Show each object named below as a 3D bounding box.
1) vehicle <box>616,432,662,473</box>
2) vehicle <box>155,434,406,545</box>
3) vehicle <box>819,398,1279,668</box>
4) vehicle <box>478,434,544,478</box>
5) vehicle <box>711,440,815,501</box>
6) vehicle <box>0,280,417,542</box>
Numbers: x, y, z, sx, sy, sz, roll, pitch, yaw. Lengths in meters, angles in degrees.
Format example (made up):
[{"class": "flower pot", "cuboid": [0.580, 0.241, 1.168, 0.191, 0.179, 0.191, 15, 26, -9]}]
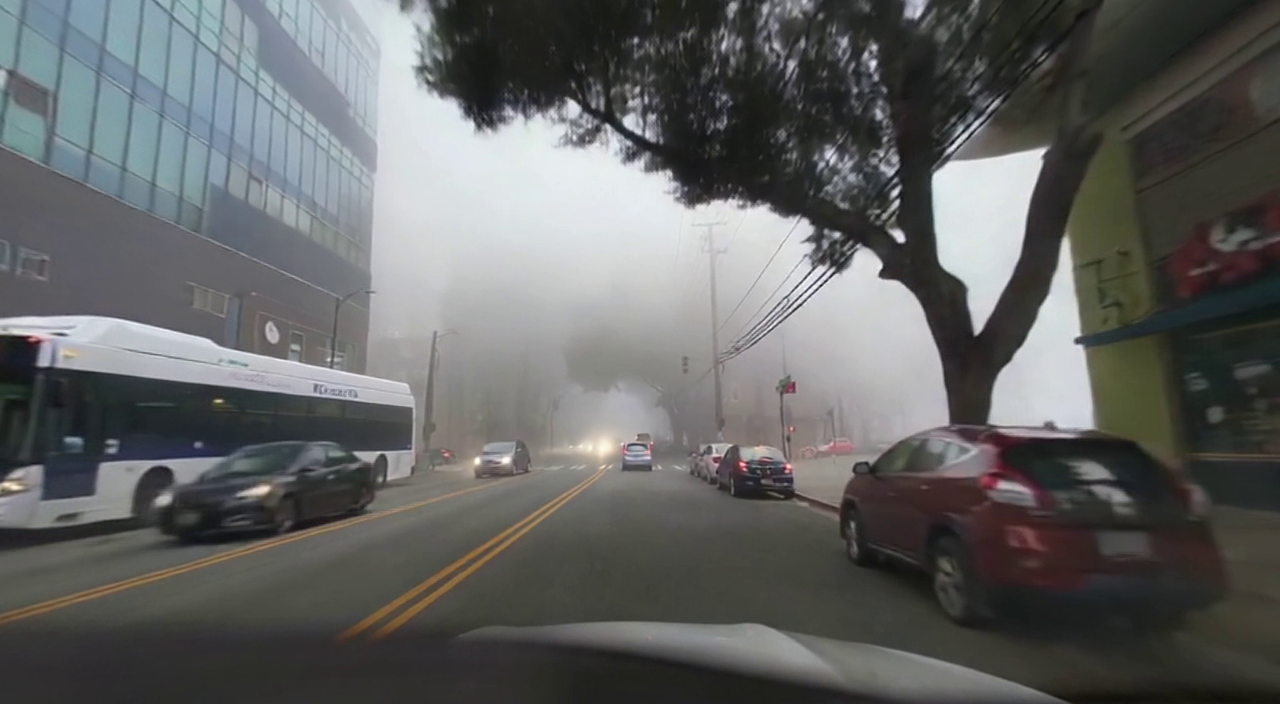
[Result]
[{"class": "vehicle", "cuboid": [0.001, 4.970, 31.528, 2.127, 1.893, 4.194, 0, -8, 1]}, {"class": "vehicle", "cuboid": [-5.963, 2.287, 11.238, 1.954, 1.581, 4.197, 0, -8, 0]}, {"class": "vehicle", "cuboid": [3.240, 1.394, 5.952, 1.878, 1.621, 4.135, 0, -8, 0]}, {"class": "vehicle", "cuboid": [-5.592, 4.563, 27.893, 2.050, 1.763, 4.119, 0, -8, 0]}, {"class": "vehicle", "cuboid": [3.288, 3.258, 17.846, 2.018, 1.474, 4.524, 0, -8, 0]}, {"class": "vehicle", "cuboid": [-9.432, 1.798, 15.298, 3.022, 3.627, 13.129, -1, -9, 1]}]
